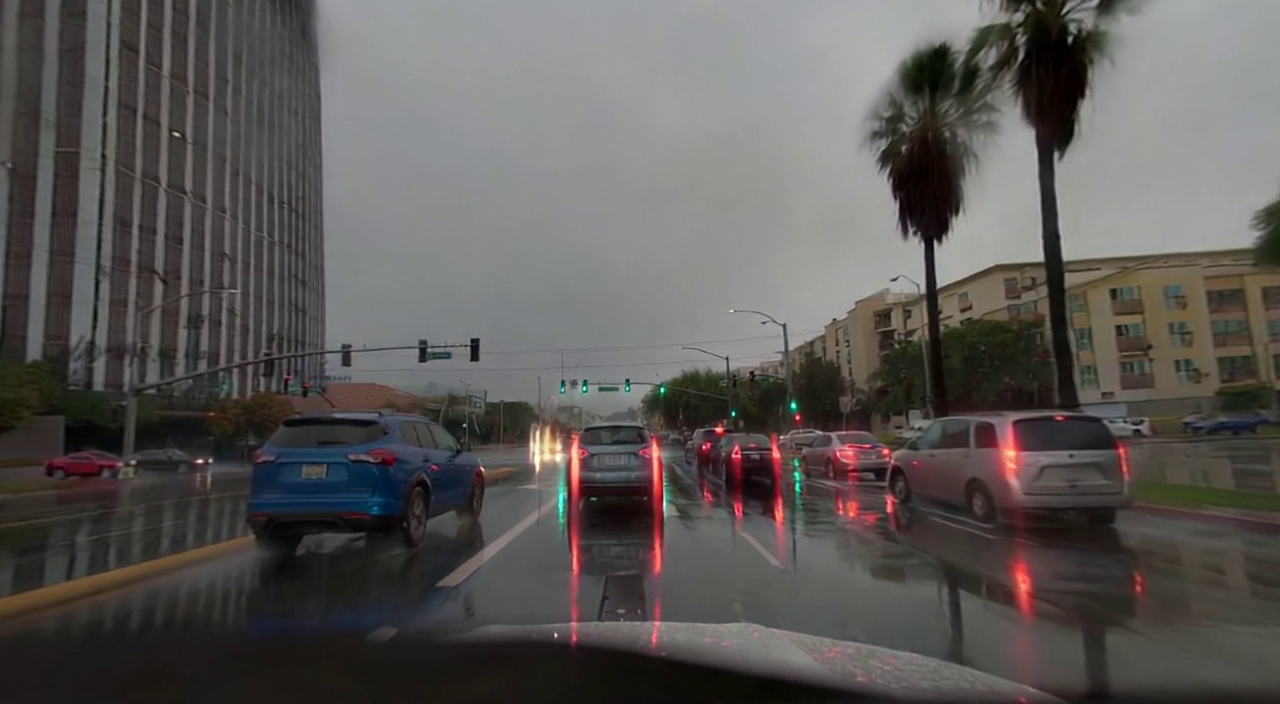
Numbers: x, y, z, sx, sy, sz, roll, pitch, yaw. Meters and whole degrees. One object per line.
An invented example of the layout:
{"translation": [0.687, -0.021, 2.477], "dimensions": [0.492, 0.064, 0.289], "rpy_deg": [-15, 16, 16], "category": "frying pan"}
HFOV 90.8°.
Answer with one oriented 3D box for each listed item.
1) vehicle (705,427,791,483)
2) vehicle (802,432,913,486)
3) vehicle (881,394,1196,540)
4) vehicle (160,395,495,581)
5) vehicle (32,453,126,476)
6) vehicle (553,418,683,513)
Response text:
{"translation": [3.322, 3.273, 20.310], "dimensions": [1.975, 1.598, 4.025], "rpy_deg": [0, -9, -1], "category": "vehicle"}
{"translation": [6.518, 3.266, 19.516], "dimensions": [1.764, 1.451, 4.300], "rpy_deg": [0, -9, -2], "category": "vehicle"}
{"translation": [6.490, 1.970, 11.371], "dimensions": [2.130, 1.979, 5.310], "rpy_deg": [0, -9, -1], "category": "vehicle"}
{"translation": [-3.518, 1.634, 8.346], "dimensions": [2.136, 1.779, 4.417], "rpy_deg": [0, -9, 0], "category": "vehicle"}
{"translation": [-42.485, 8.527, 47.956], "dimensions": [4.867, 1.689, 1.971], "rpy_deg": [1, -9, -8], "category": "vehicle"}
{"translation": [-0.438, 2.334, 13.417], "dimensions": [2.302, 1.681, 4.217], "rpy_deg": [0, -9, -1], "category": "vehicle"}
